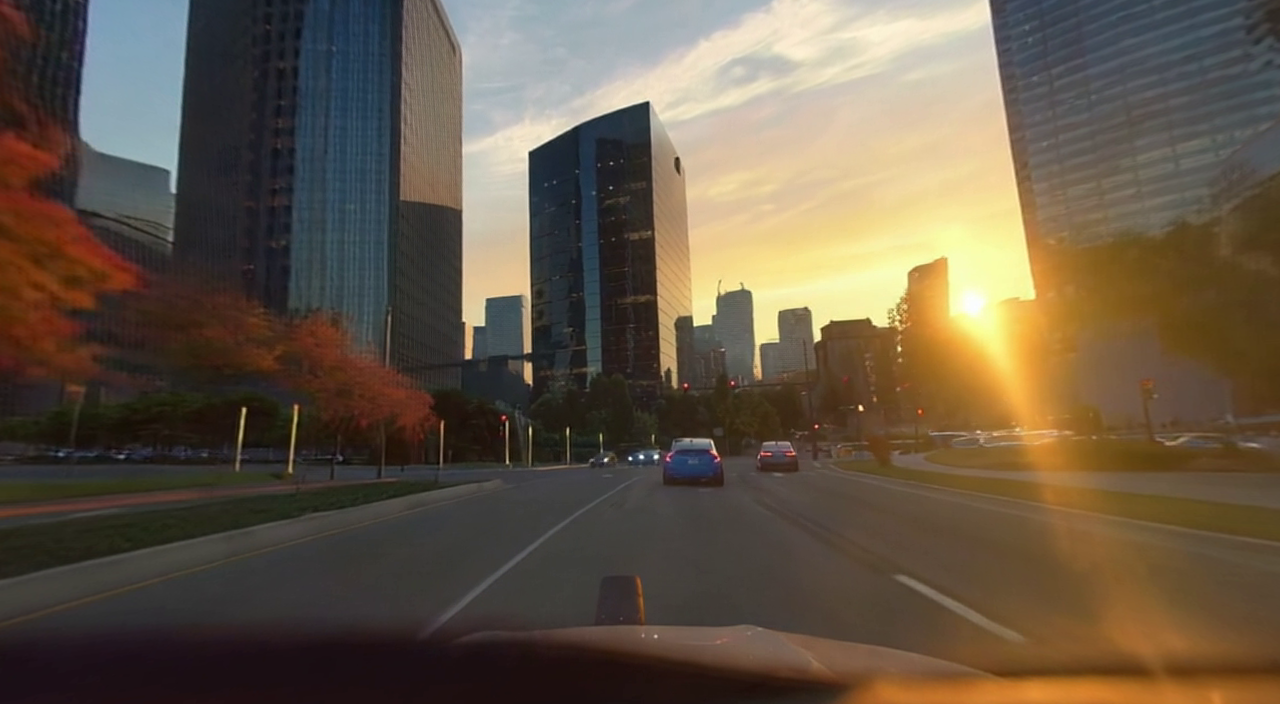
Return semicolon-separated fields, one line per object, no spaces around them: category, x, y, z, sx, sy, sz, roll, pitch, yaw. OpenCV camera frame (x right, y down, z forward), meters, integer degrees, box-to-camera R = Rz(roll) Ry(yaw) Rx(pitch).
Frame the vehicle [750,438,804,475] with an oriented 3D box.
vehicle;6.011;4.630;28.042;1.916;1.492;3.911;-1;-9;6

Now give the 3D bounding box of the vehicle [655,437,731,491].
vehicle;1.648;3.470;19.804;2.127;1.497;4.020;-1;-9;5

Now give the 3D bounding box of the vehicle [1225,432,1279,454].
vehicle;46.838;6.800;47.143;3.905;1.481;1.767;-5;-11;12
